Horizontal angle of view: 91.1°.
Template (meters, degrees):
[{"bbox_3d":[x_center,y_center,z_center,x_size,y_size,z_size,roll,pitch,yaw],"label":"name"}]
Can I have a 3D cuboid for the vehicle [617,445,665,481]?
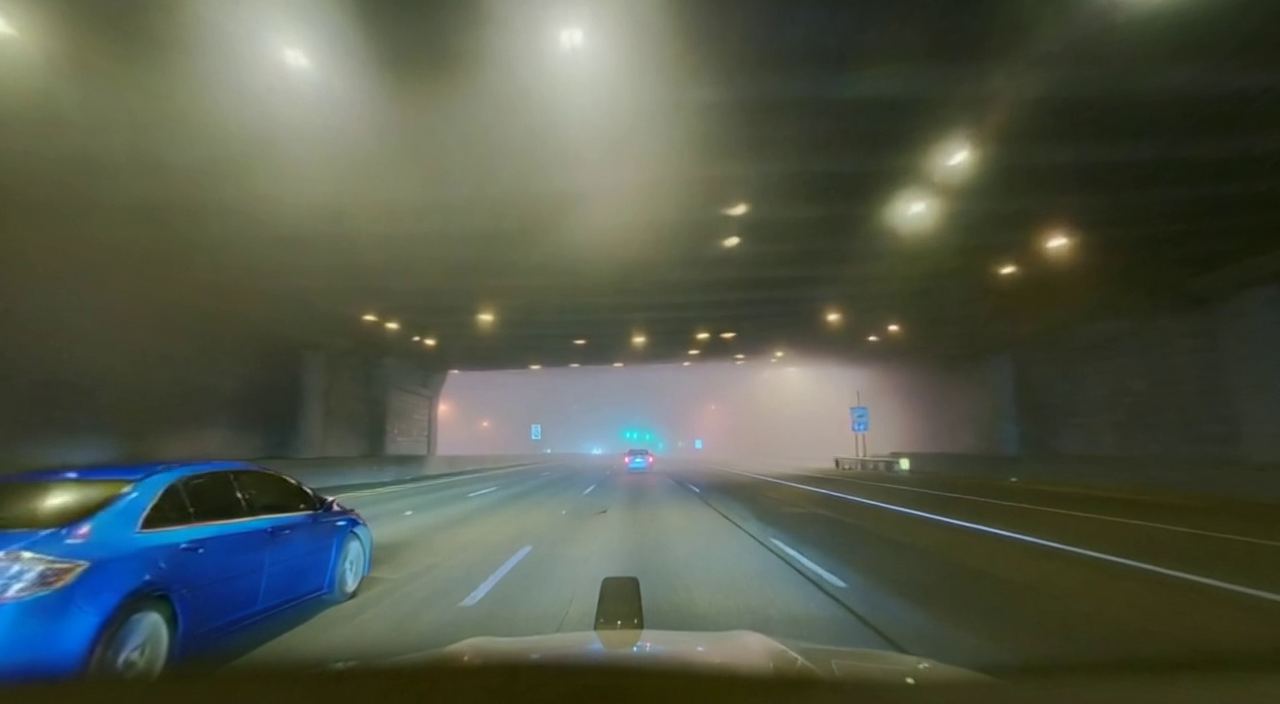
[{"bbox_3d":[-0.025,5.029,28.801,2.055,1.501,4.321,0,-9,-2],"label":"vehicle"}]

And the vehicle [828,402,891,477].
[{"bbox_3d":[11.157,4.509,32.244,2.135,3.652,2.845,-1,-9,2],"label":"vehicle"}]
